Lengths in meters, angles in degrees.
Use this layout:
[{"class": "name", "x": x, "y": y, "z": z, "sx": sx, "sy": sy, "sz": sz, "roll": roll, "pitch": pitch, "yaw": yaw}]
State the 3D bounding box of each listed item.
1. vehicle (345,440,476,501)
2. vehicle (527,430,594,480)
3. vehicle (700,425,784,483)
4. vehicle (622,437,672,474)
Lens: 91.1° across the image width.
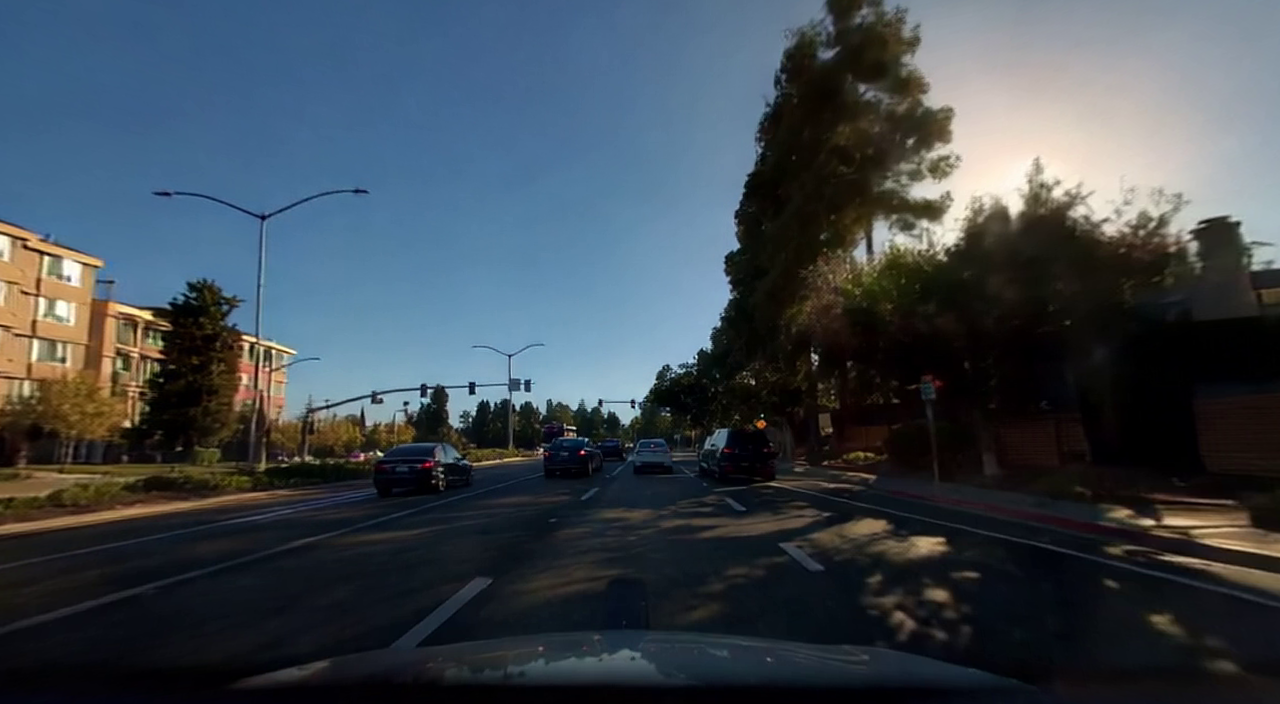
[{"class": "vehicle", "x": -6.233, "y": 3.240, "z": 17.736, "sx": 1.926, "sy": 1.465, "sz": 4.620, "roll": 0, "pitch": -8, "yaw": 0}, {"class": "vehicle", "x": -2.931, "y": 3.916, "z": 24.087, "sx": 1.912, "sy": 1.703, "sz": 4.261, "roll": 0, "pitch": -8, "yaw": 2}, {"class": "vehicle", "x": 3.484, "y": 3.599, "z": 22.432, "sx": 2.141, "sy": 1.833, "sz": 4.704, "roll": 0, "pitch": -8, "yaw": -1}, {"class": "vehicle", "x": 0.278, "y": 4.415, "z": 27.066, "sx": 2.021, "sy": 1.461, "sz": 3.862, "roll": 0, "pitch": -8, "yaw": 0}]
